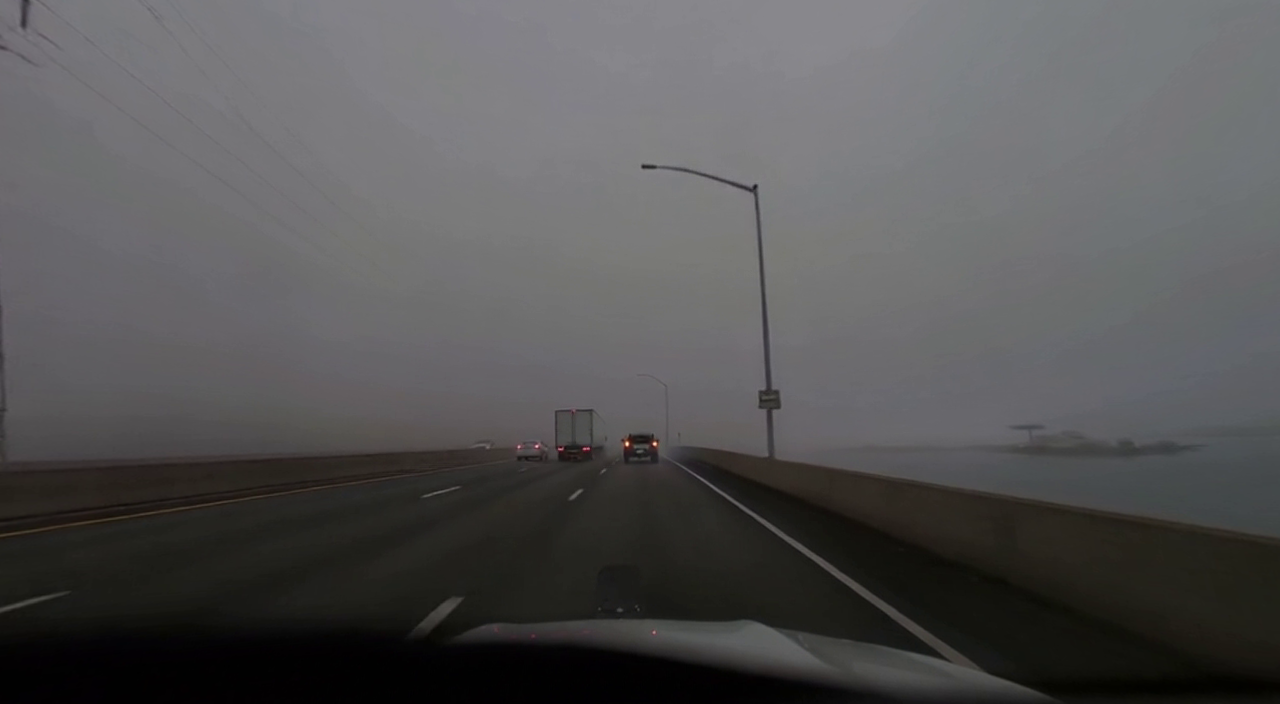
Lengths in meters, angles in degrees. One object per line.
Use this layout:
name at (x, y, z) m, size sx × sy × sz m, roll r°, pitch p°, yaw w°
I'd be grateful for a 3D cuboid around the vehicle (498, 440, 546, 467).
vehicle at (-7.131, 6.187, 38.735) m, size 2.004 × 1.545 × 4.513 m, roll 0°, pitch -8°, yaw 1°

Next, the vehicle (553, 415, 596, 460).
vehicle at (-3.772, 4.973, 36.687) m, size 2.178 × 2.522 × 2.054 m, roll 0°, pitch -8°, yaw 1°

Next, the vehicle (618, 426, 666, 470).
vehicle at (0.108, 5.077, 33.513) m, size 2.358 × 2.144 × 4.713 m, roll 0°, pitch -8°, yaw 0°
